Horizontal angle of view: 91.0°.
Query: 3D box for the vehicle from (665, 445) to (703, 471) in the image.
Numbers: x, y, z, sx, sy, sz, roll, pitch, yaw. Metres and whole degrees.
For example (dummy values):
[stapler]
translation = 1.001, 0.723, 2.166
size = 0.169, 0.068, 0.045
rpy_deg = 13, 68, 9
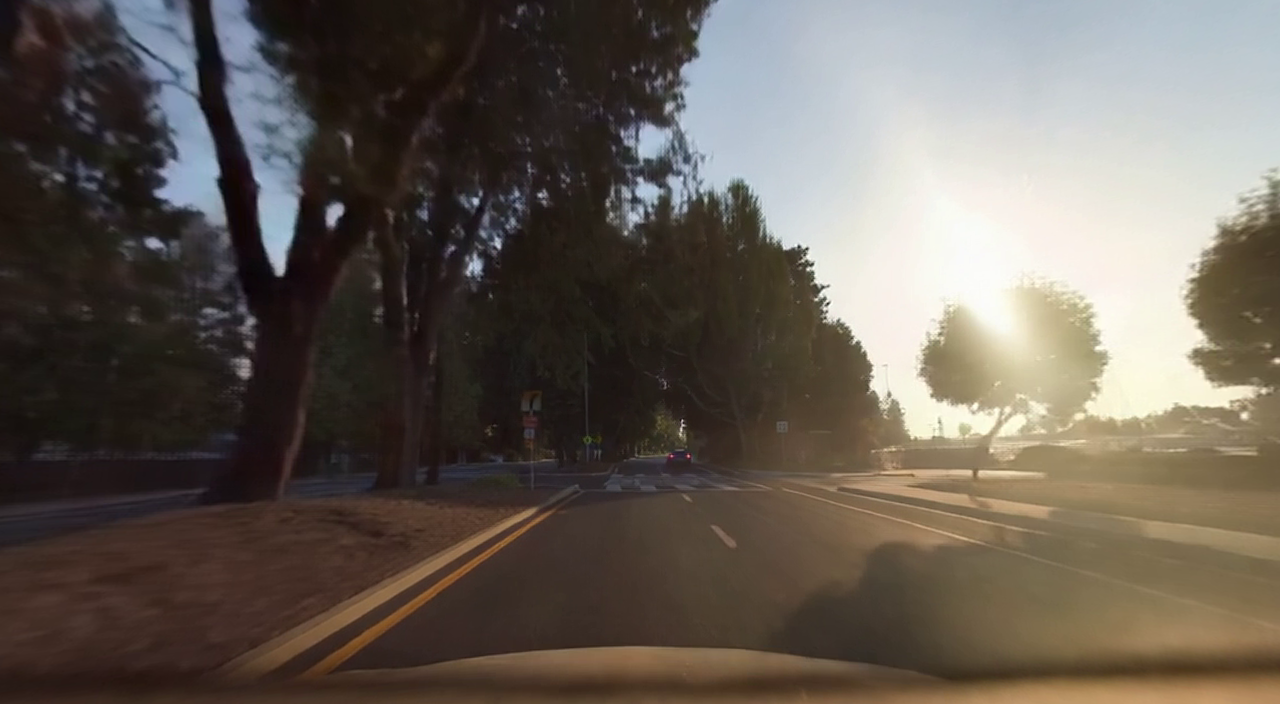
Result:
[vehicle]
translation = 2.802, 6.831, 40.724
size = 2.044, 1.537, 4.528
rpy_deg = 0, -9, -1
